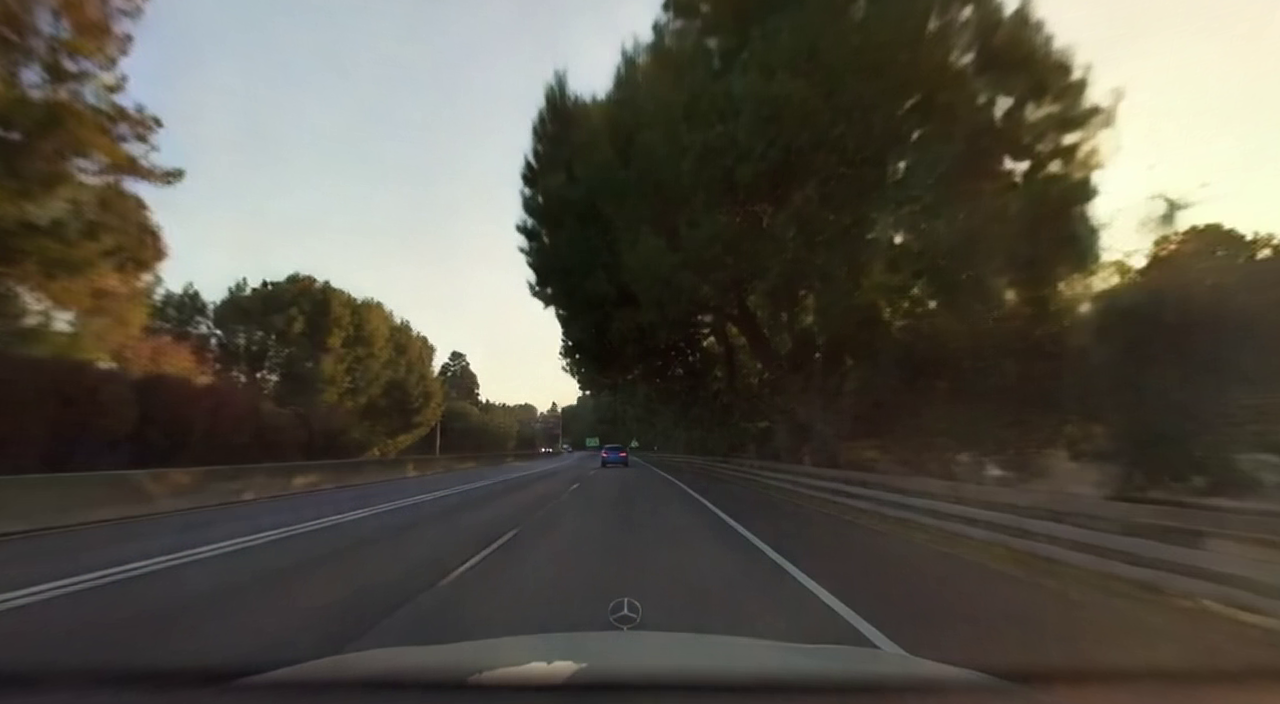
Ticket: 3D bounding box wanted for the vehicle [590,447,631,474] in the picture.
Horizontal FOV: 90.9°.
[{"bbox_3d":[-1.603,6.187,36.092,2.126,1.411,4.433,0,-9,0],"label":"vehicle"}]
